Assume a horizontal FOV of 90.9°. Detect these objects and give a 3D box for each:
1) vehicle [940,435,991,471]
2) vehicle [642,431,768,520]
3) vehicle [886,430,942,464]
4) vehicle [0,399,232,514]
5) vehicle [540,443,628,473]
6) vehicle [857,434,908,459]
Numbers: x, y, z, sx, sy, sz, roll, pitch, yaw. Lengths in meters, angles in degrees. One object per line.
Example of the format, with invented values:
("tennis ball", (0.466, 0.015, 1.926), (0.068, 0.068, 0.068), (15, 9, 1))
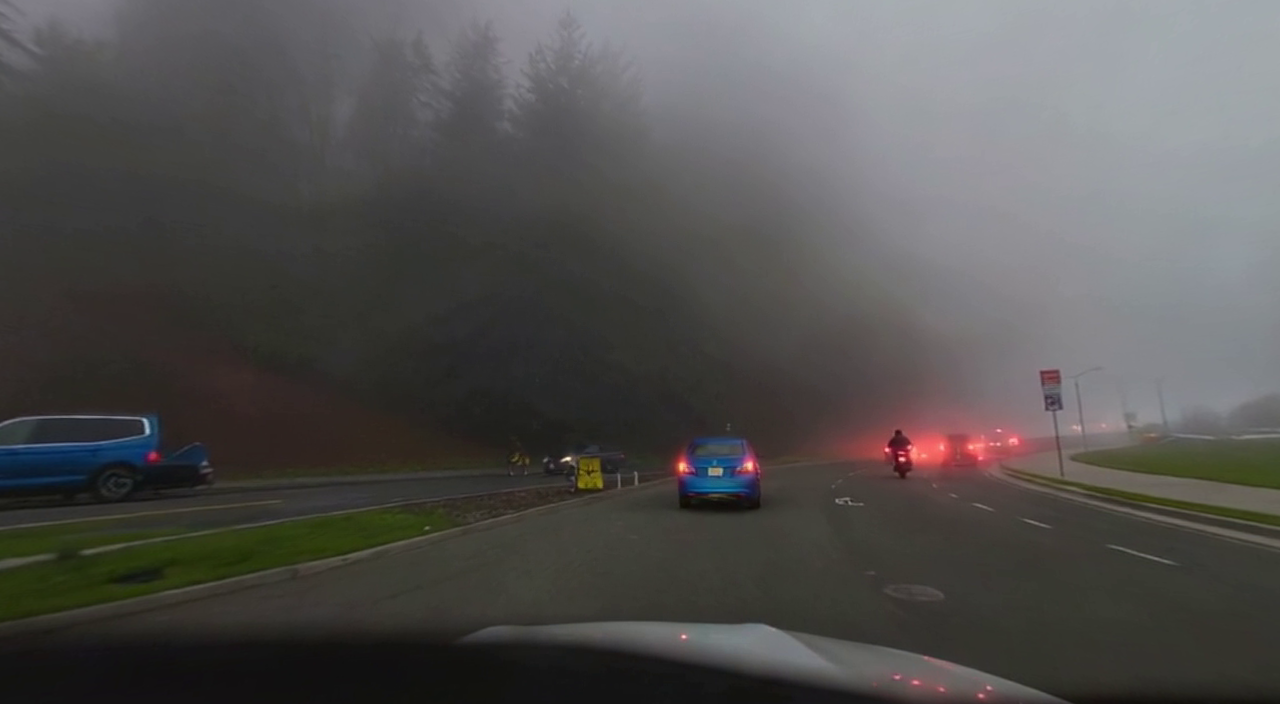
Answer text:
("vehicle", (15.025, 4.621, 28.992), (1.822, 1.555, 3.574), (-5, -10, 30))
("vehicle", (1.392, 2.399, 12.762), (2.118, 1.480, 3.949), (-2, -8, 8))
("vehicle", (15.815, 5.473, 36.253), (2.212, 1.790, 4.768), (-5, -10, 31))
("vehicle", (-15.709, 2.806, 17.158), (2.287, 2.780, 7.166), (-7, -10, 36))
("vehicle", (-2.835, 5.495, 32.979), (1.852, 1.452, 4.759), (-7, -11, 38))
("vehicle", (17.791, 6.910, 46.117), (2.170, 1.658, 4.215), (-7, -11, 39))
